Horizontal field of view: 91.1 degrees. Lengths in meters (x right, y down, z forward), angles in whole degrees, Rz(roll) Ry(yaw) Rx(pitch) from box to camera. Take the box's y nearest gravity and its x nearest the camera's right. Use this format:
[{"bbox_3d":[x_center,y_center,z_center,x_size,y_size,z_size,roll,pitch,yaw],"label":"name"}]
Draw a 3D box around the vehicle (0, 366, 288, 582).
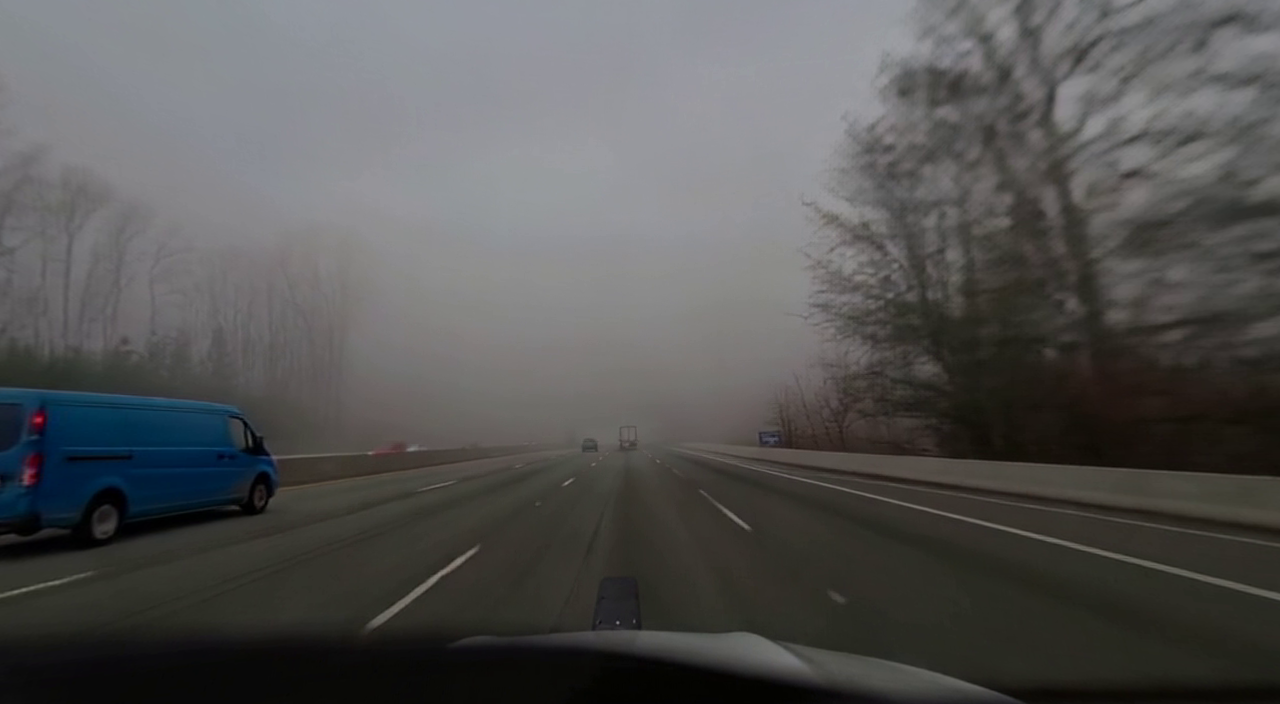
[{"bbox_3d":[-7.112,1.448,8.102,2.150,1.996,5.341,0,-8,-2],"label":"vehicle"}]
